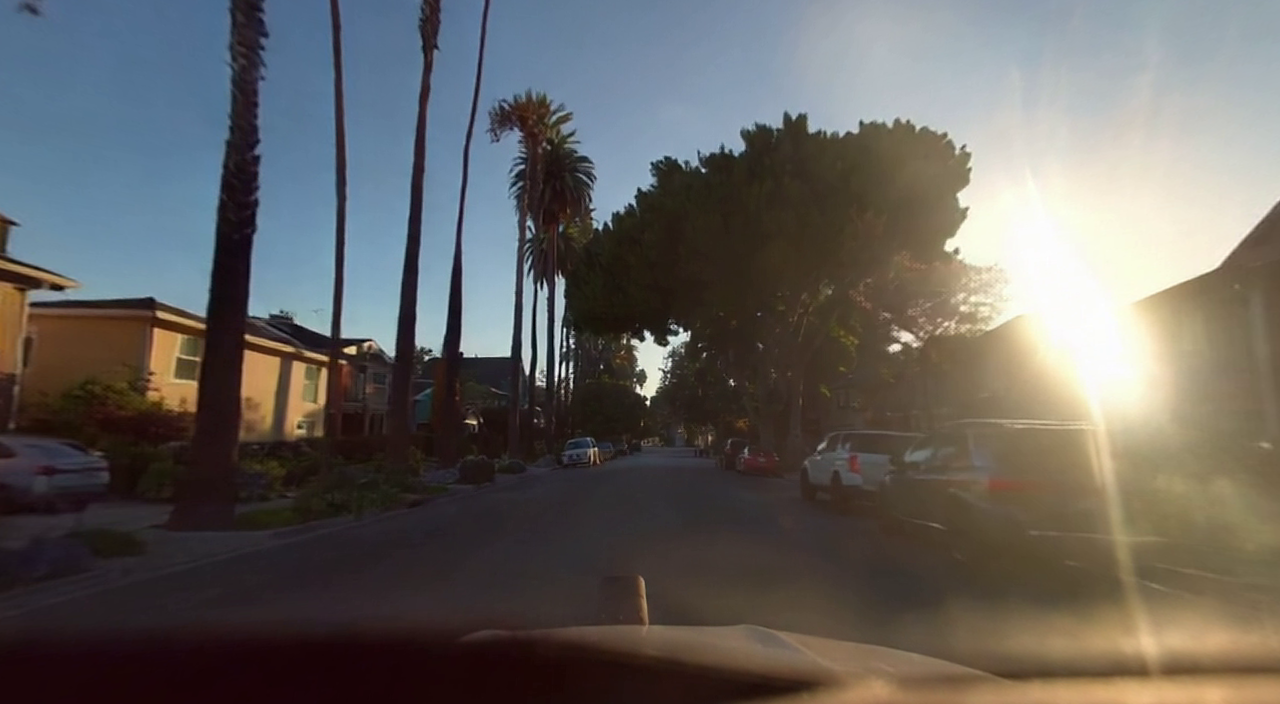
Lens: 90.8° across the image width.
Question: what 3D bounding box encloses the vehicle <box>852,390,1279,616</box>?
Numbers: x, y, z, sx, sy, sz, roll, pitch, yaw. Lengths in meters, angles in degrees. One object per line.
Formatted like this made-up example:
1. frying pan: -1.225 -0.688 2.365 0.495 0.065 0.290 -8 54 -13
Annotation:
1. vehicle: 4.566 1.665 8.053 2.166 1.766 5.186 4 -8 3

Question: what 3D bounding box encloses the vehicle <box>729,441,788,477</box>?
1. vehicle: 5.465 5.001 29.746 2.056 1.464 4.493 2 -8 2

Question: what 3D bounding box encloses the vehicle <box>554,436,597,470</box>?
1. vehicle: -3.867 6.155 38.621 2.149 1.877 5.082 -2 -9 -1

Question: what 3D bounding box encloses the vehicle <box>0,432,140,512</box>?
1. vehicle: -13.725 2.497 13.447 4.638 1.536 1.863 -1 -9 4
